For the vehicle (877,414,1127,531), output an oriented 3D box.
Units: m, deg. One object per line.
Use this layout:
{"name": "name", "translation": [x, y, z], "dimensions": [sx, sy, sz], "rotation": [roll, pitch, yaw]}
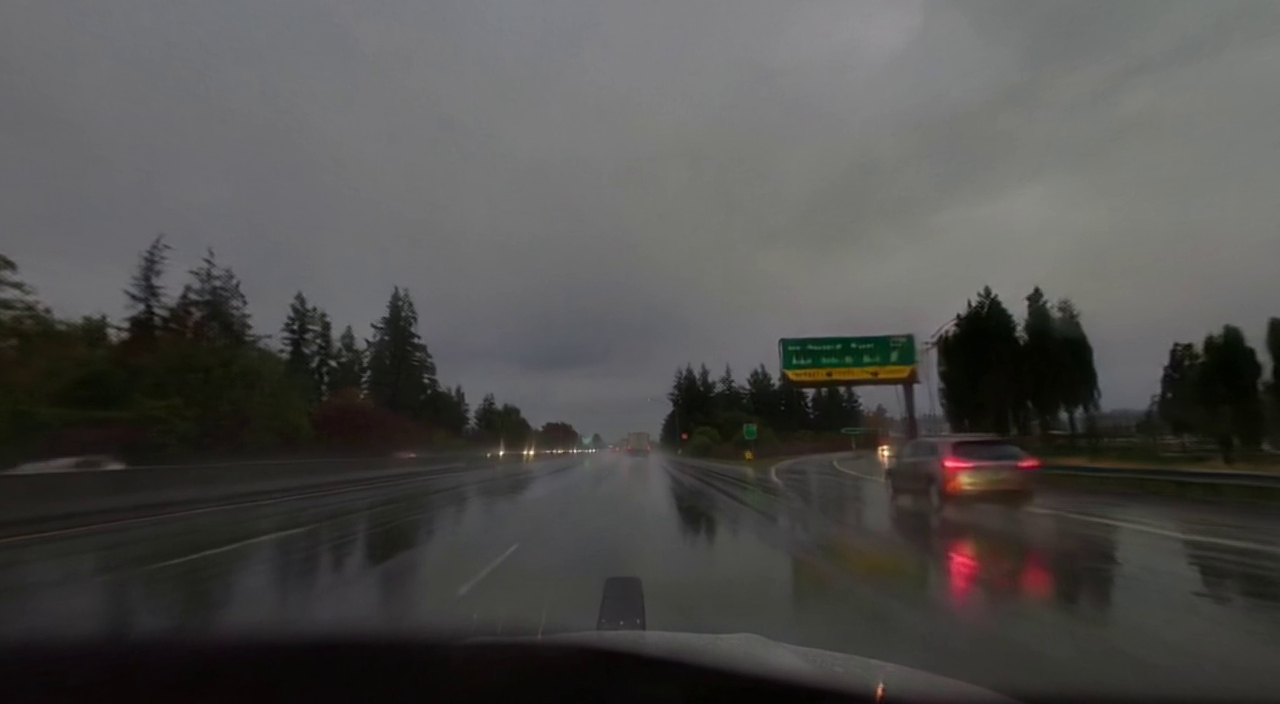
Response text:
{"name": "vehicle", "translation": [6.245, 2.149, 11.749], "dimensions": [2.096, 1.712, 4.697], "rotation": [-1, -9, 4]}
